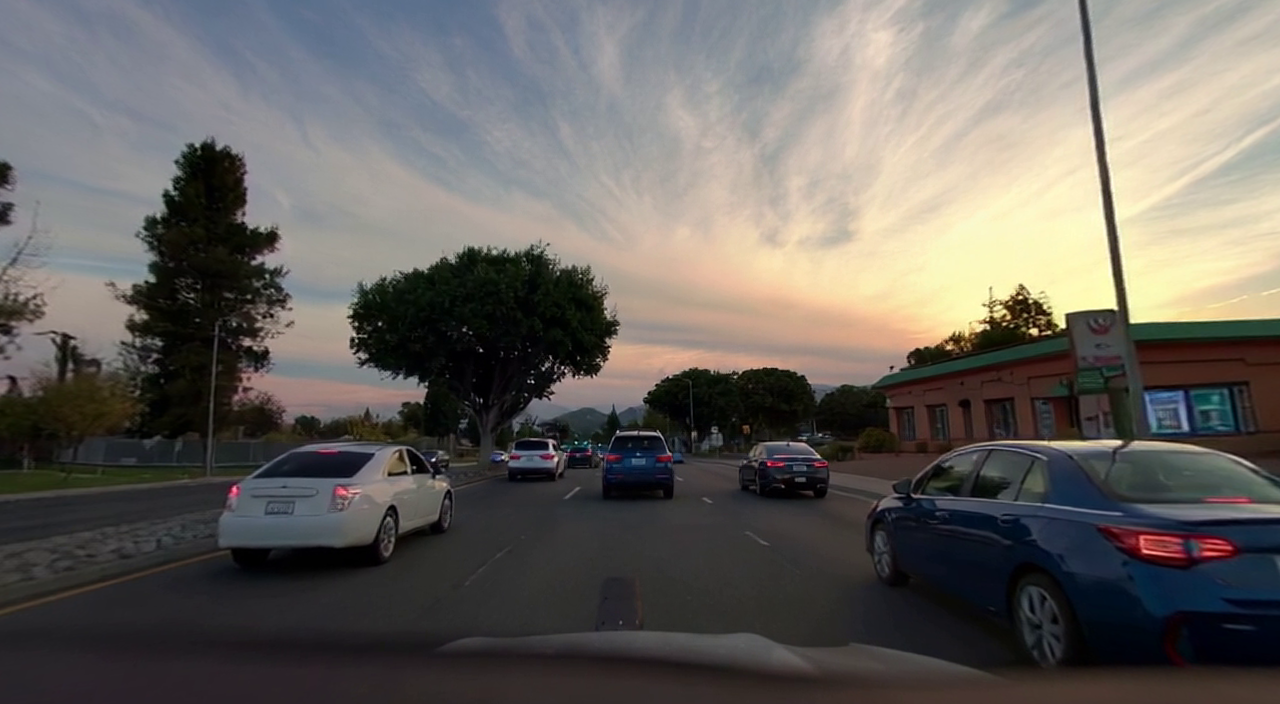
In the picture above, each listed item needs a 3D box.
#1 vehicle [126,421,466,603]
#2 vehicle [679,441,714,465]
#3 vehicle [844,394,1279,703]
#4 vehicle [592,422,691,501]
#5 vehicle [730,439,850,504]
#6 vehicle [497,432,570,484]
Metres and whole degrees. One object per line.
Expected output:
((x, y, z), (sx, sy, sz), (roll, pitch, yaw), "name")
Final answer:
((-3.602, 1.709, 7.653), (1.864, 1.574, 4.031), (0, -8, -1), "vehicle")
((3.807, 6.814, 42.852), (1.926, 1.522, 3.852), (0, -8, -1), "vehicle")
((3.179, 1.210, 4.347), (1.976, 1.492, 4.436), (0, -8, -1), "vehicle")
((0.024, 2.844, 16.794), (2.279, 1.803, 4.254), (0, -8, 0), "vehicle")
((3.743, 3.045, 16.666), (1.888, 1.456, 4.589), (0, -8, -2), "vehicle")
((-3.781, 3.853, 23.241), (1.932, 1.695, 4.150), (0, -8, 0), "vehicle")
